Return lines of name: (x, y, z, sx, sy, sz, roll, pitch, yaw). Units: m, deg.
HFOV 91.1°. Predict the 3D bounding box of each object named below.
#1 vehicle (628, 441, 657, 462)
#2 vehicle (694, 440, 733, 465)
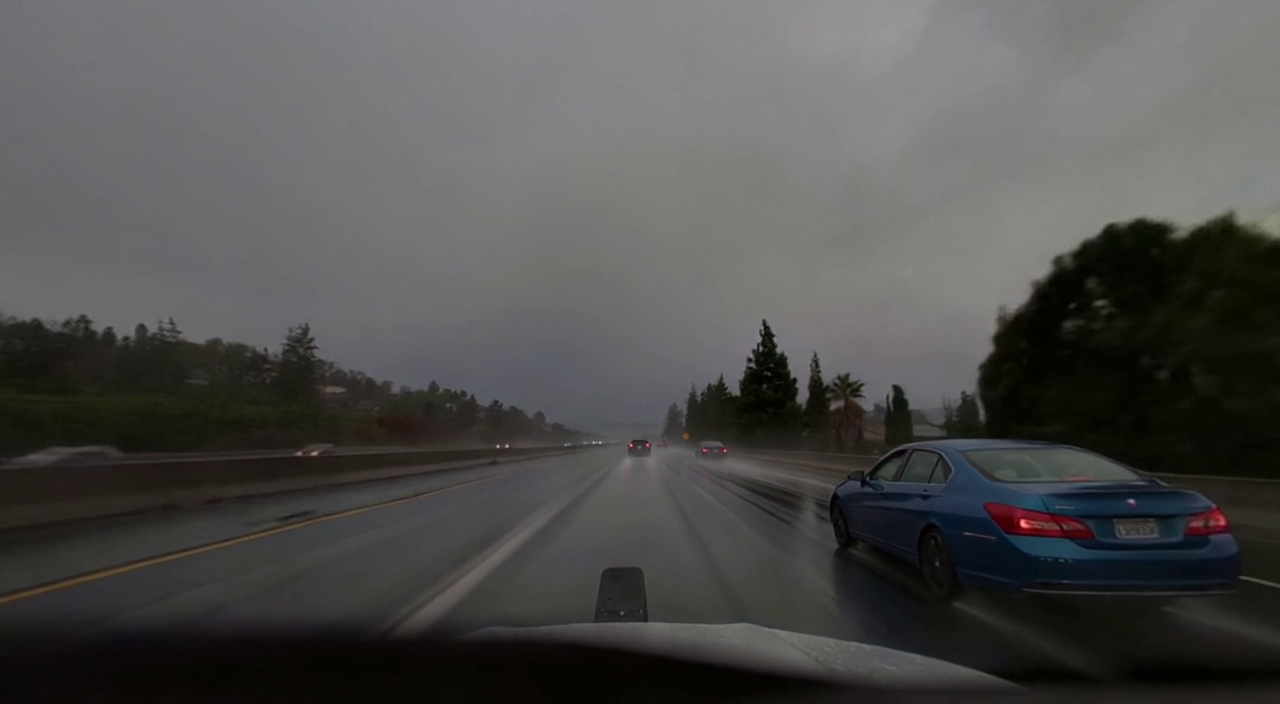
vehicle: (0.180, 7.410, 46.955, 2.052, 1.449, 3.857, 0, -8, 0)
vehicle: (4.740, 6.560, 41.139, 2.008, 1.524, 4.598, 0, -8, -1)
